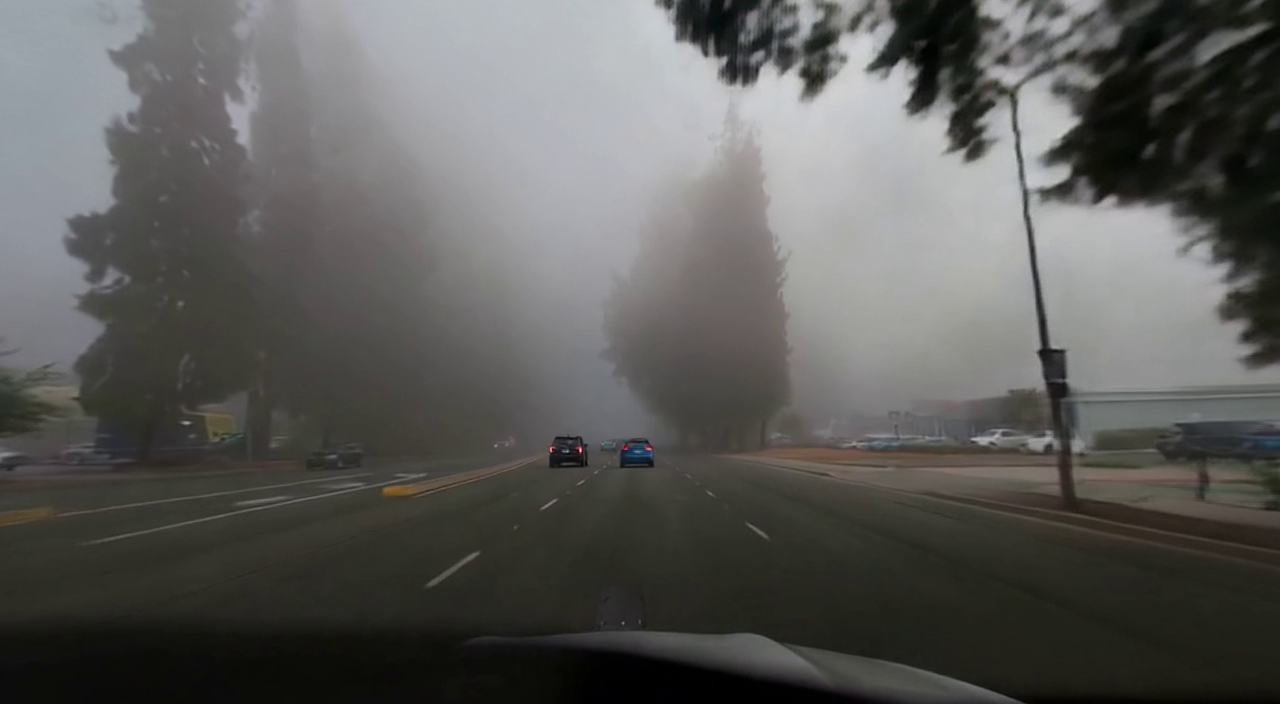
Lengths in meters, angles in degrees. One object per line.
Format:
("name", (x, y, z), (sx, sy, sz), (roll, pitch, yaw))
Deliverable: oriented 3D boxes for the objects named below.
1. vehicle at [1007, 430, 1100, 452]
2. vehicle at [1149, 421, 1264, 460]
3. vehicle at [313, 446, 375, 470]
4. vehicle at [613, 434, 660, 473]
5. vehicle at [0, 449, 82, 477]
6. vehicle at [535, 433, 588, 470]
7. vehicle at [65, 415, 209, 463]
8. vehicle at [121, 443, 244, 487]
("vehicle", (29.891, 6.449, 45.503), (5.212, 1.538, 2.086), (0, -8, 1))
("vehicle", (31.317, 4.904, 34.806), (4.175, 2.084, 2.155), (0, -9, 1))
("vehicle", (-19.970, 7.150, 42.551), (1.994, 1.475, 4.521), (0, -8, 0))
("vehicle", (-0.159, 4.683, 29.186), (2.042, 1.641, 4.187), (0, -8, 0))
("vehicle", (-34.436, 6.326, 35.716), (3.654, 1.375, 1.779), (-1, -6, 0))
("vehicle", (-3.926, 5.045, 32.014), (2.113, 1.713, 4.422), (0, -8, 0))
("vehicle", (-35.158, 6.133, 44.110), (7.444, 3.245, 2.697), (0, -8, -2))
("vehicle", (-19.448, 4.782, 26.992), (1.946, 1.725, 4.508), (0, -8, -1))
